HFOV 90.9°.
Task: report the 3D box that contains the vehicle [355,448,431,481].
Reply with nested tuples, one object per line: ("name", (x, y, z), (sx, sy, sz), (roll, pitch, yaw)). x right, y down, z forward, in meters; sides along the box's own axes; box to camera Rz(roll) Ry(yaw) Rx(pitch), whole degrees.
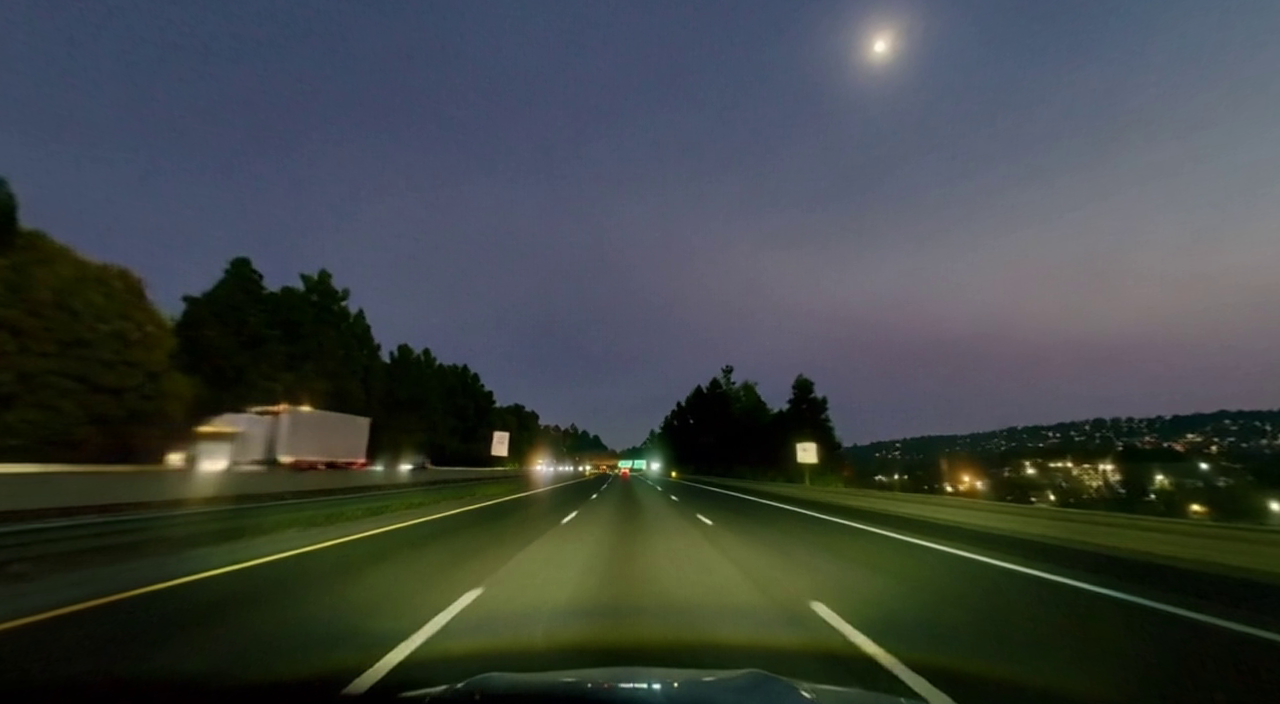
("vehicle", (-12.713, 5.844, 32.770), (2.118, 1.557, 4.588), (1, -10, -1))

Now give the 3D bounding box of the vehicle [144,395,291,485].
("vehicle", (-20.448, 4.455, 31.054), (2.970, 3.961, 5.879), (1, -10, -1))
